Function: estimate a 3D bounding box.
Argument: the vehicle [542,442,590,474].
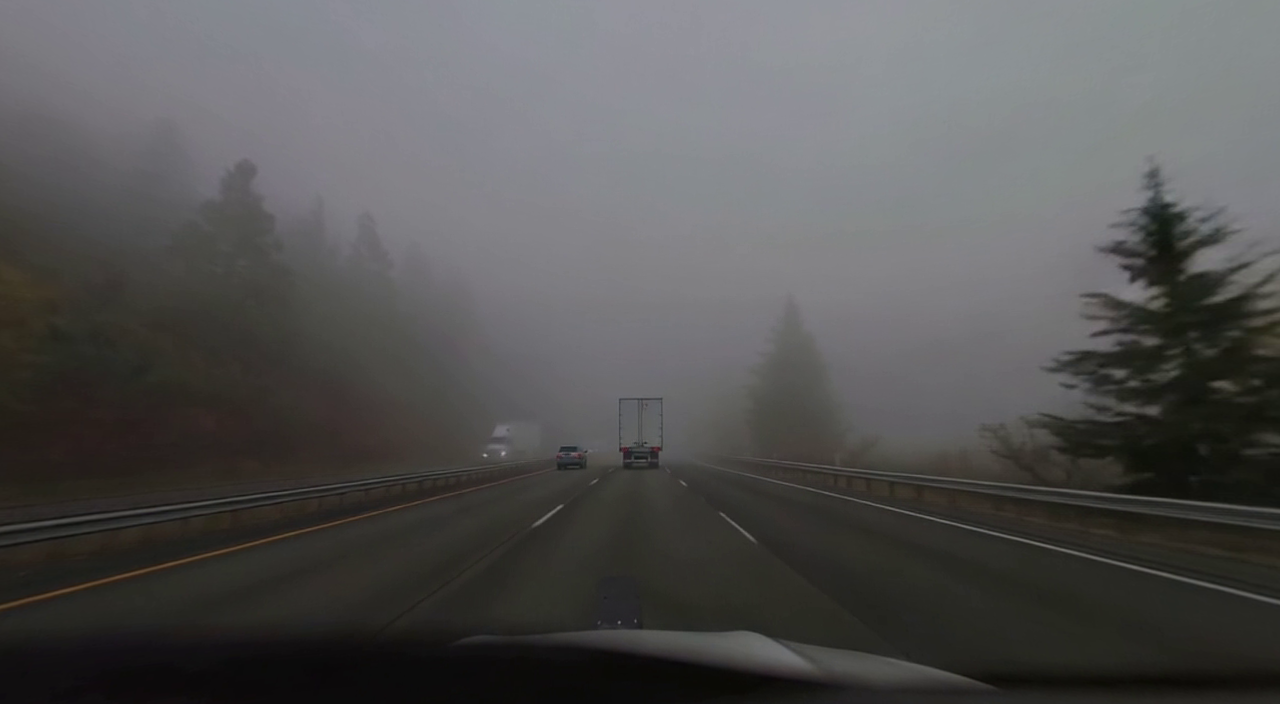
[{"bbox_3d":[-3.992,5.810,34.609,2.112,1.645,4.129,0,-9,0],"label":"vehicle"}]

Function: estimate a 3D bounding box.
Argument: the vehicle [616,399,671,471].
[{"bbox_3d":[0.164,5.590,41.328,3.100,4.091,10.664,0,-9,0],"label":"vehicle"}]
